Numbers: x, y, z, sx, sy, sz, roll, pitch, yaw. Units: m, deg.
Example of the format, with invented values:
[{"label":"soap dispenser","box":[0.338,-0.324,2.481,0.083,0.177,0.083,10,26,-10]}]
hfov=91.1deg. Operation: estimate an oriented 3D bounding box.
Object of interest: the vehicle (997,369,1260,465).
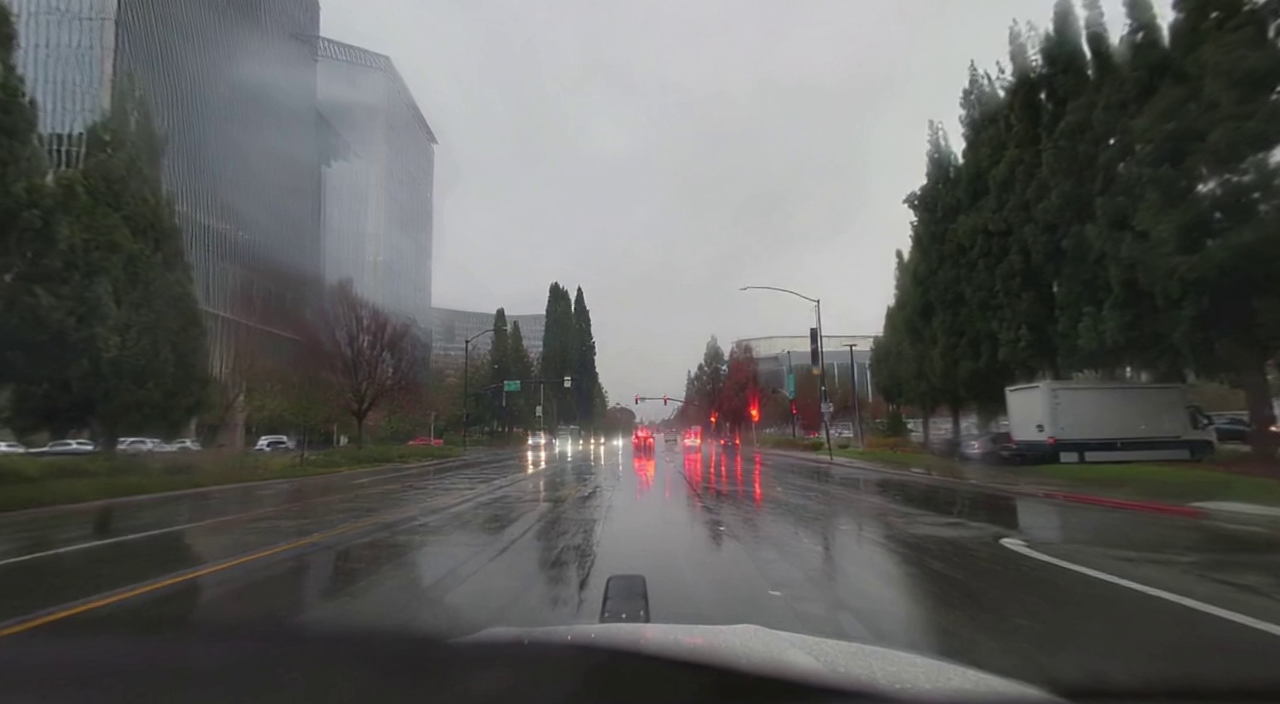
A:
[{"label":"vehicle","box":[18.942,2.583,24.764,7.796,3.467,2.793,-1,-8,0]}]

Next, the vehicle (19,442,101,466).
[{"label":"vehicle","box":[-38.956,6.832,42.216,3.756,1.484,1.747,-1,-8,-1]}]
